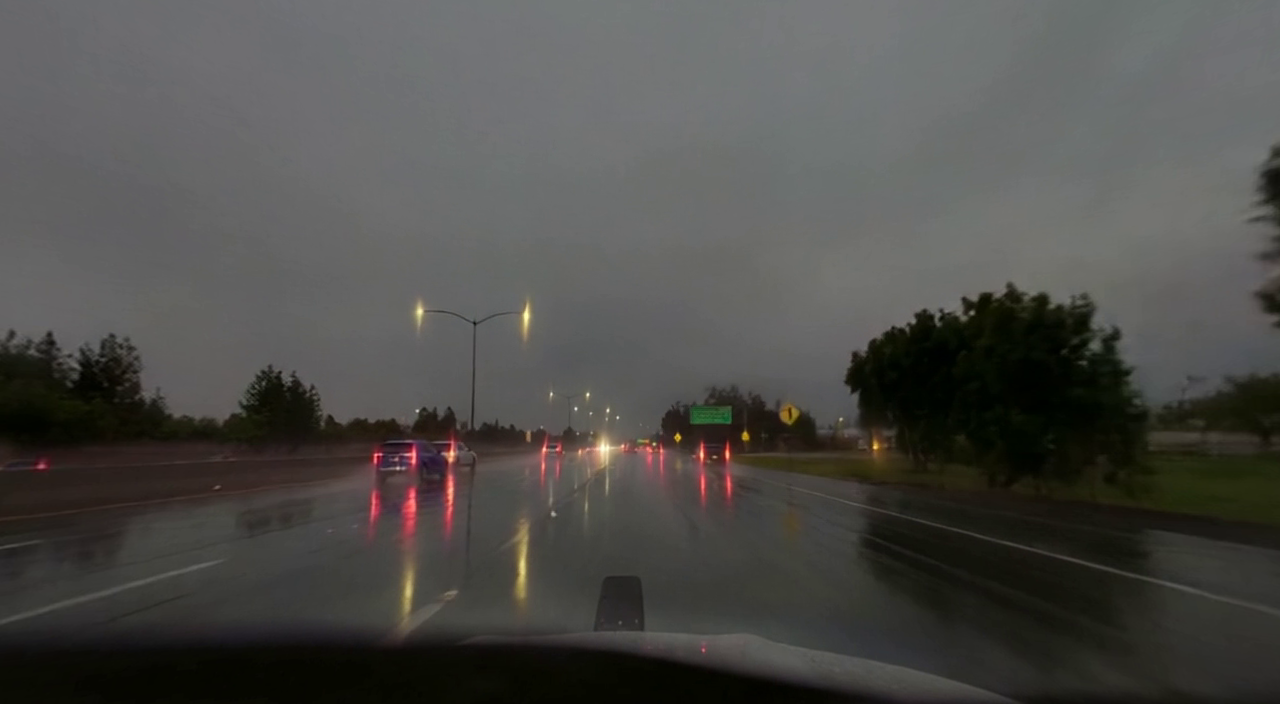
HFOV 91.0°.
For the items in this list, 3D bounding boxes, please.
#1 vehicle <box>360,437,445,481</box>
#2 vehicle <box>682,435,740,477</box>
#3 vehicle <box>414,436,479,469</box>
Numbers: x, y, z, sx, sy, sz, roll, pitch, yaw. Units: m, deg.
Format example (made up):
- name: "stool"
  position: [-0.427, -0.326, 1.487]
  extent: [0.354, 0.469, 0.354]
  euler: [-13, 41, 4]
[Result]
- name: "vehicle"
  position: [-11.087, 5.017, 29.767]
  extent: [2.137, 1.873, 4.687]
  euler: [0, -8, 0]
- name: "vehicle"
  position: [3.379, 5.089, 30.988]
  extent: [2.184, 1.892, 4.763]
  euler: [0, -8, -1]
- name: "vehicle"
  position: [-14.418, 7.568, 47.531]
  extent: [2.736, 2.262, 6.533]
  euler: [0, -8, 1]
